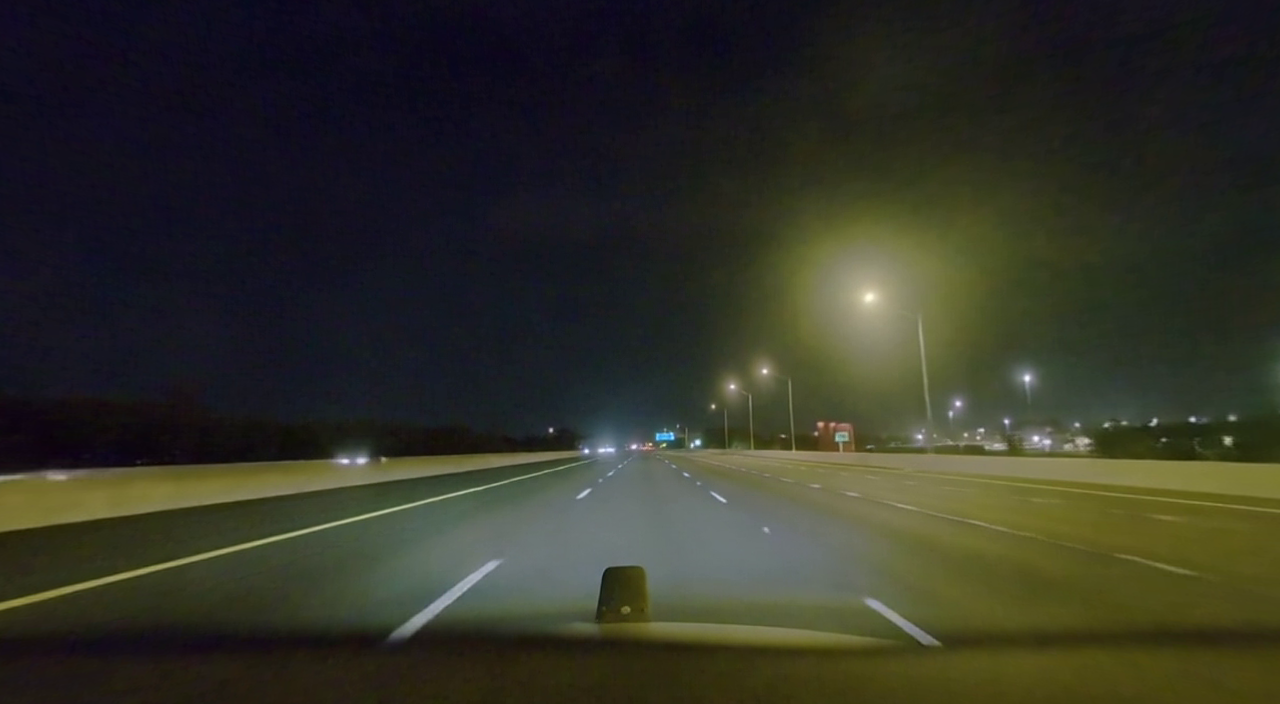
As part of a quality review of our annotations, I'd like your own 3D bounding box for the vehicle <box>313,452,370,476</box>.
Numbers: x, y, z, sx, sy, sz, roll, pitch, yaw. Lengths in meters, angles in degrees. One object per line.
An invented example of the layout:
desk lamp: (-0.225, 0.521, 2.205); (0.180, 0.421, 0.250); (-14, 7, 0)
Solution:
vehicle: (-21.411, 8.014, 45.361); (1.901, 1.552, 4.296); (-1, -8, 1)
